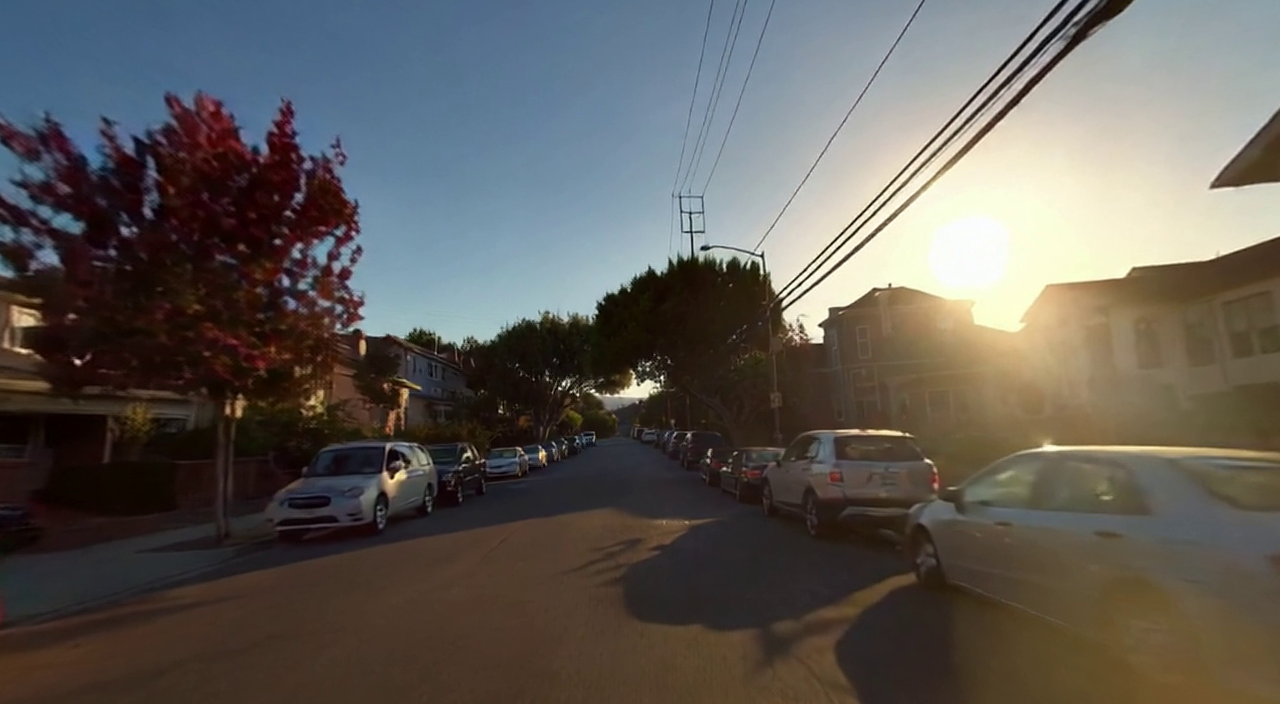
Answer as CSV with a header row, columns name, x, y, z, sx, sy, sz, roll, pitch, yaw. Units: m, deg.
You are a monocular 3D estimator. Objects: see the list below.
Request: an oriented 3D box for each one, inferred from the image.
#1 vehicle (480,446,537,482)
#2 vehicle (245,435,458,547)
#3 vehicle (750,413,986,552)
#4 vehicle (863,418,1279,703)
name,x,y,z,sx,sy,sz,roll,pitch,yaw
vehicle,-6.470,5.539,31.585,2.002,1.585,5.080,0,-8,-3
vehicle,-5.988,2.908,14.207,2.184,1.958,5.757,0,-8,-2
vehicle,3.477,2.099,10.968,2.009,1.810,5.045,0,-8,-3
vehicle,3.752,1.367,4.962,2.174,1.504,4.809,0,-8,-1
